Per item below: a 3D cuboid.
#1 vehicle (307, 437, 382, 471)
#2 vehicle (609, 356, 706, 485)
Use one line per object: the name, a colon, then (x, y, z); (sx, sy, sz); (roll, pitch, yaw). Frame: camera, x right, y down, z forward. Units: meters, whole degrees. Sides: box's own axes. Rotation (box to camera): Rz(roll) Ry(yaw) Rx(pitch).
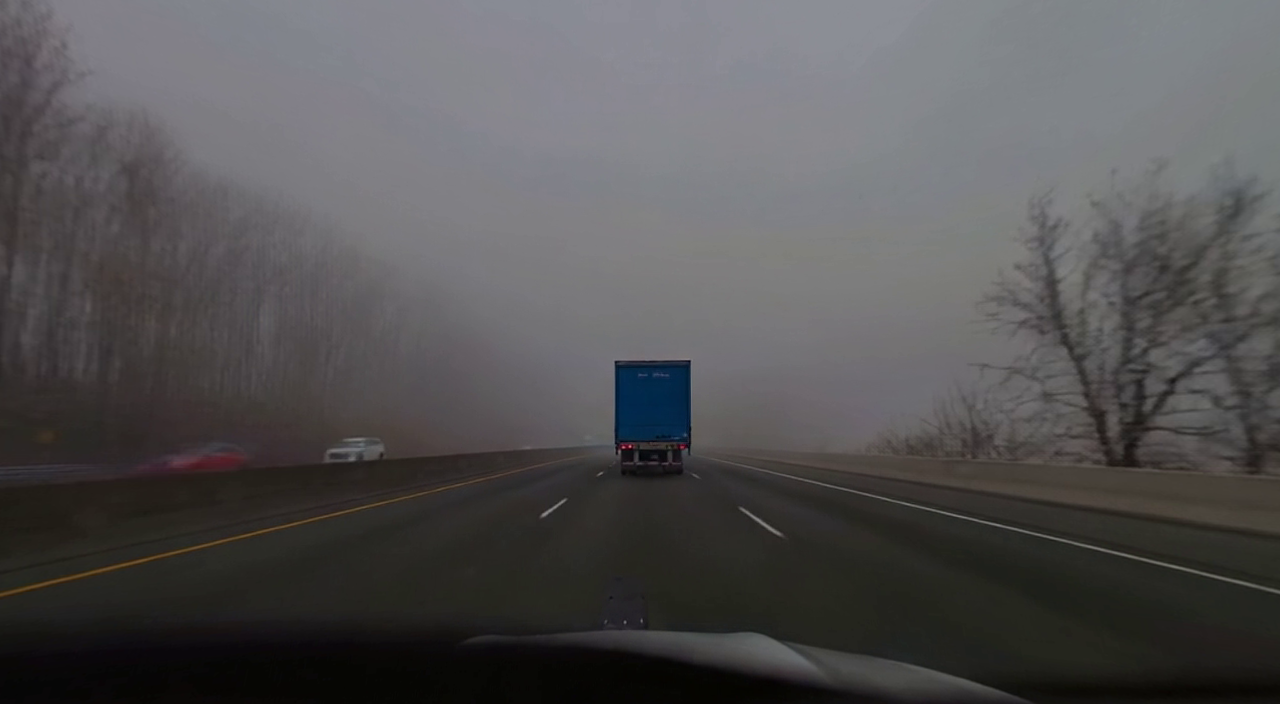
vehicle: (-16.762, 5.811, 35.874); (2.003, 1.791, 4.571); (0, -8, 1)
vehicle: (0.537, 2.889, 24.974); (3.010, 4.039, 10.481); (0, -8, 0)
